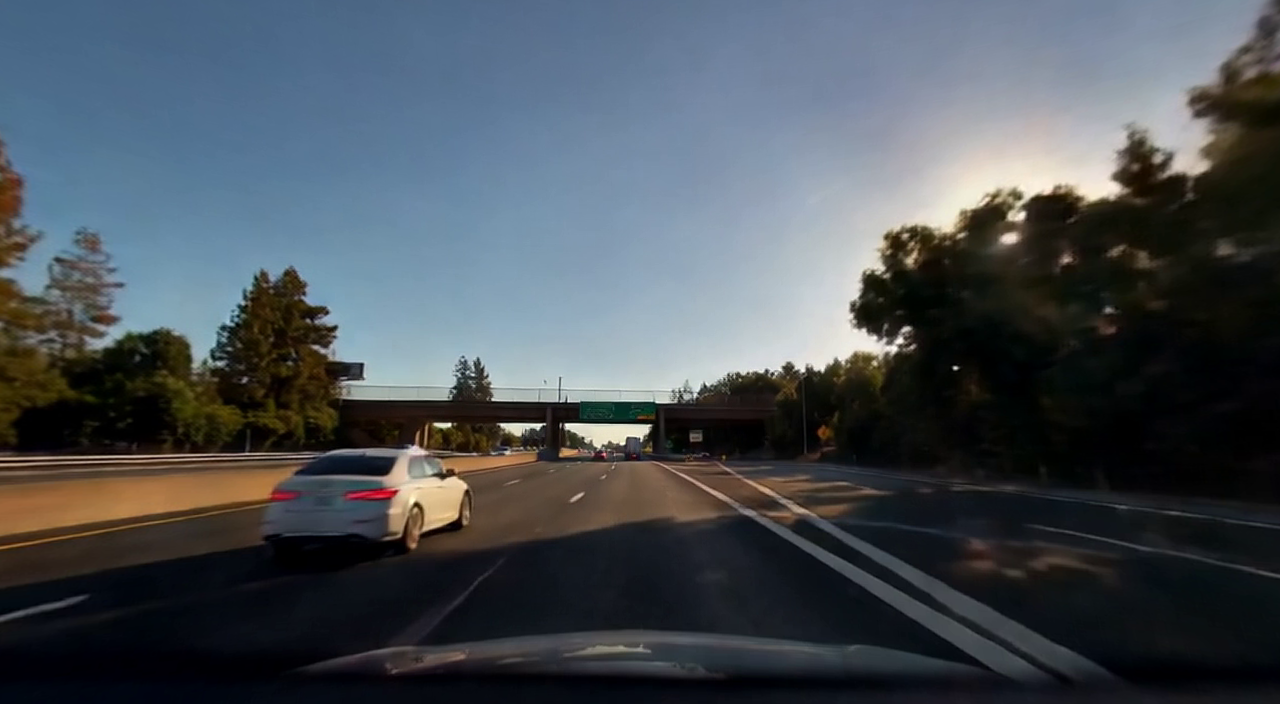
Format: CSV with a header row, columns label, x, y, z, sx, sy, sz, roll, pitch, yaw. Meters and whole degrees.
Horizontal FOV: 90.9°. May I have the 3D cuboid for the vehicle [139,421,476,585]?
label,x,y,z,sx,sy,sz,roll,pitch,yaw
vehicle,-3.763,1.789,8.220,2.070,1.564,4.145,0,-9,1
